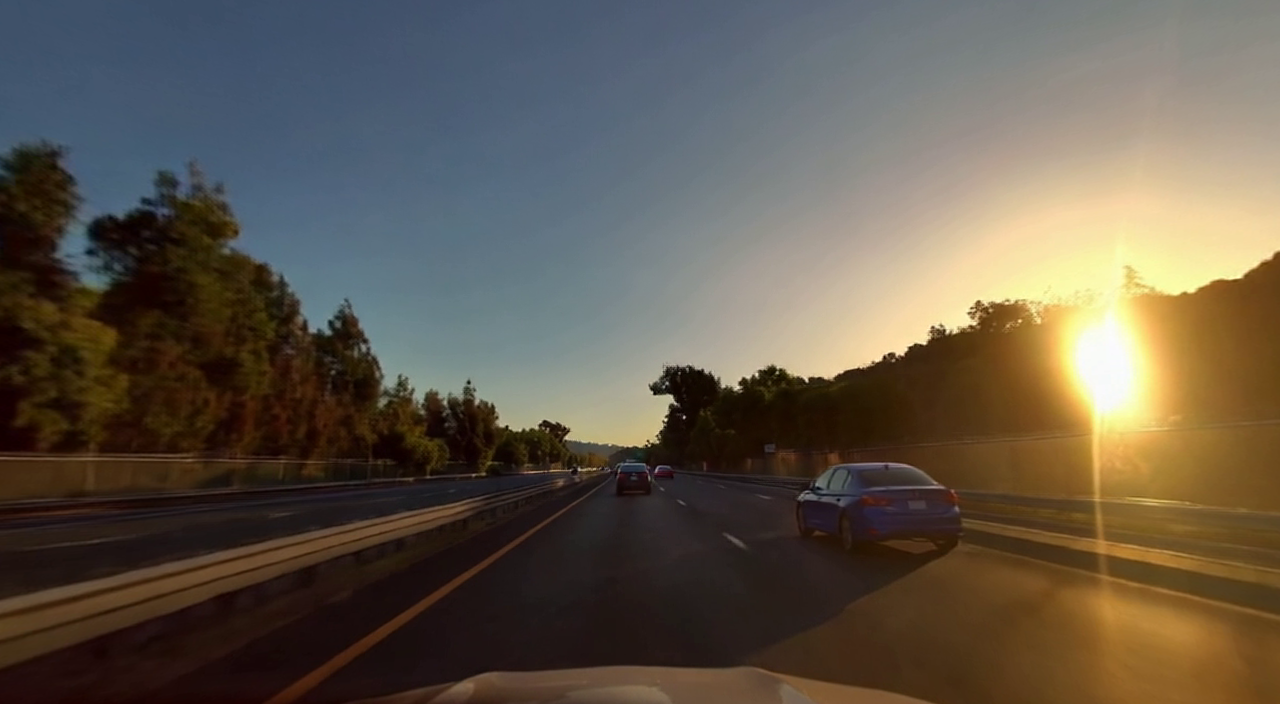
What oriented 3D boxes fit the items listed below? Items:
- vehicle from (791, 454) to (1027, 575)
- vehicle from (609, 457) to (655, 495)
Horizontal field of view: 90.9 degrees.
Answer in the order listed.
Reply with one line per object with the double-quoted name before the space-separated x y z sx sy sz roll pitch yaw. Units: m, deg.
"vehicle" 3.937 2.459 10.138 1.938 1.494 4.032 1 -11 -1
"vehicle" -0.363 5.856 29.870 2.037 1.605 3.833 1 -11 -1
